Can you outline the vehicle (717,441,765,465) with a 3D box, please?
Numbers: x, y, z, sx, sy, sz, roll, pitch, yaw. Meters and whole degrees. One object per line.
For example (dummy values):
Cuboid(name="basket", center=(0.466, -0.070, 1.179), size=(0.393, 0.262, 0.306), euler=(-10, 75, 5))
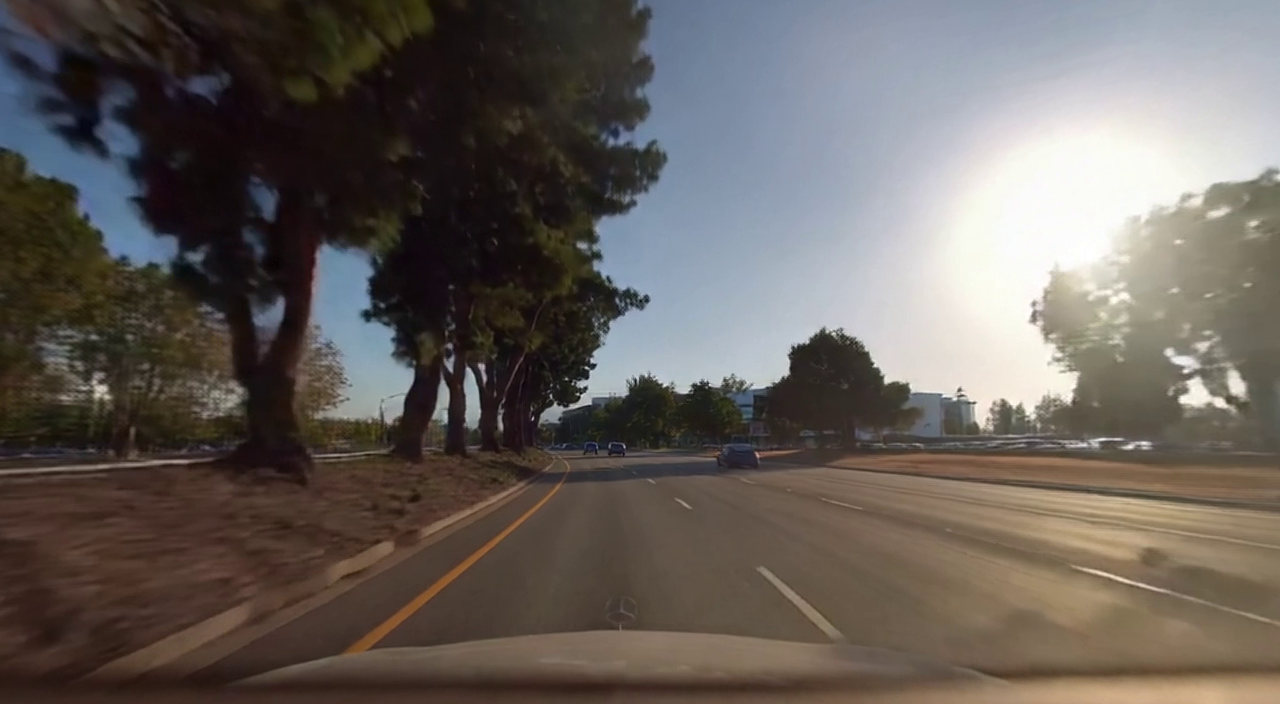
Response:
Cuboid(name="vehicle", center=(6.533, 6.601, 41.259), size=(1.908, 1.483, 4.474), euler=(1, -9, -8))
